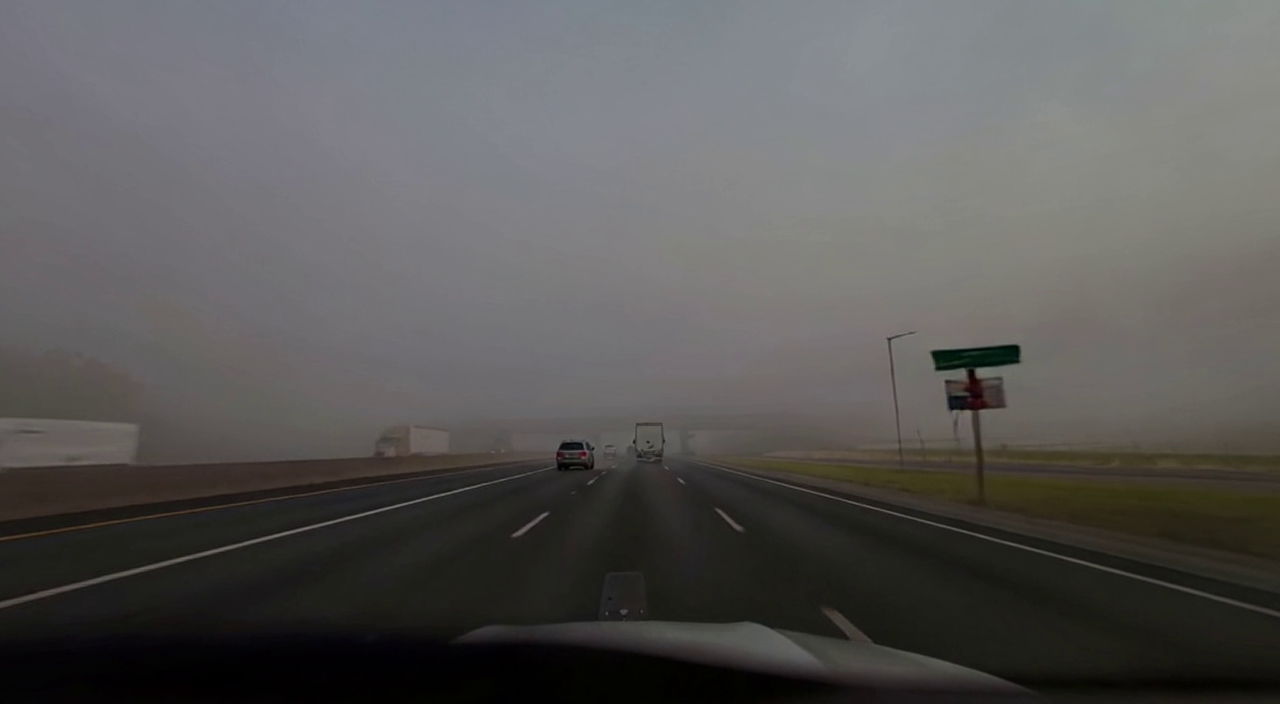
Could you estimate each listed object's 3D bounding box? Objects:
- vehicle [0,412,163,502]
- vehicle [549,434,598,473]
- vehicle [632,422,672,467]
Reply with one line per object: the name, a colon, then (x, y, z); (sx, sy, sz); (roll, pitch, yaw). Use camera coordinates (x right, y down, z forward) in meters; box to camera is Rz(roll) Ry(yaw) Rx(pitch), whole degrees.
vehicle: (-24.056, 4.142, 25.002); (2.981, 3.143, 9.174); (0, -9, 0)
vehicle: (-3.814, 5.972, 37.175); (2.233, 2.093, 5.565); (0, -9, 0)
vehicle: (0.791, 6.926, 47.205); (2.790, 3.075, 7.414); (0, -9, 0)
